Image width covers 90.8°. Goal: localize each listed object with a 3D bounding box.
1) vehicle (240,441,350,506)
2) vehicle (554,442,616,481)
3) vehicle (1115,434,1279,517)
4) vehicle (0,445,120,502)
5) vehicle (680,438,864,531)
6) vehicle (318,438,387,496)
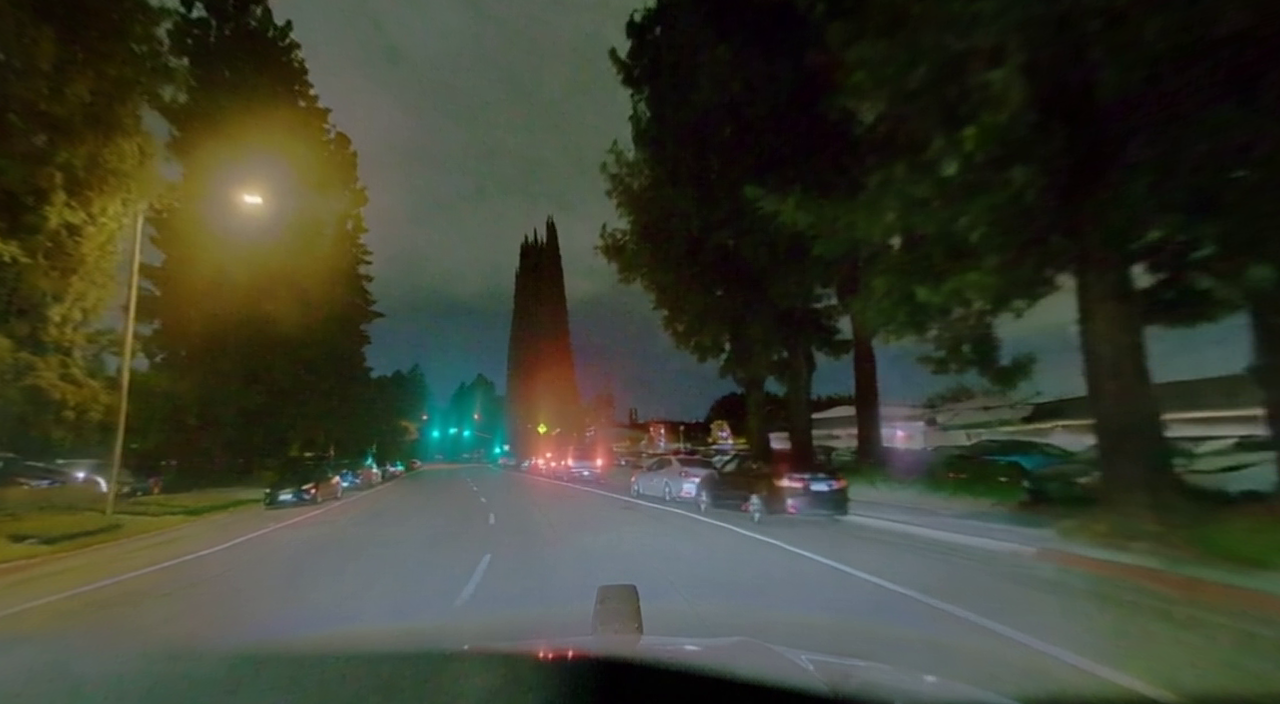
[{"bbox_3d":[-11.645,4.153,21.797,2.171,1.838,5.344,0,-10,-16],"label":"vehicle"},{"bbox_3d":[-3.021,5.704,33.396,2.255,1.863,5.629,2,-9,-16],"label":"vehicle"},{"bbox_3d":[12.042,2.345,12.392,4.326,1.413,1.977,2,-9,-14],"label":"vehicle"},{"bbox_3d":[-20.920,4.012,20.880,5.124,1.706,2.357,0,-8,-12],"label":"vehicle"},{"bbox_3d":[2.384,2.542,12.895,1.884,1.508,4.713,2,-9,-12],"label":"vehicle"},{"bbox_3d":[-13.916,5.492,30.881,2.382,2.223,5.472,-1,-5,-17],"label":"vehicle"}]
